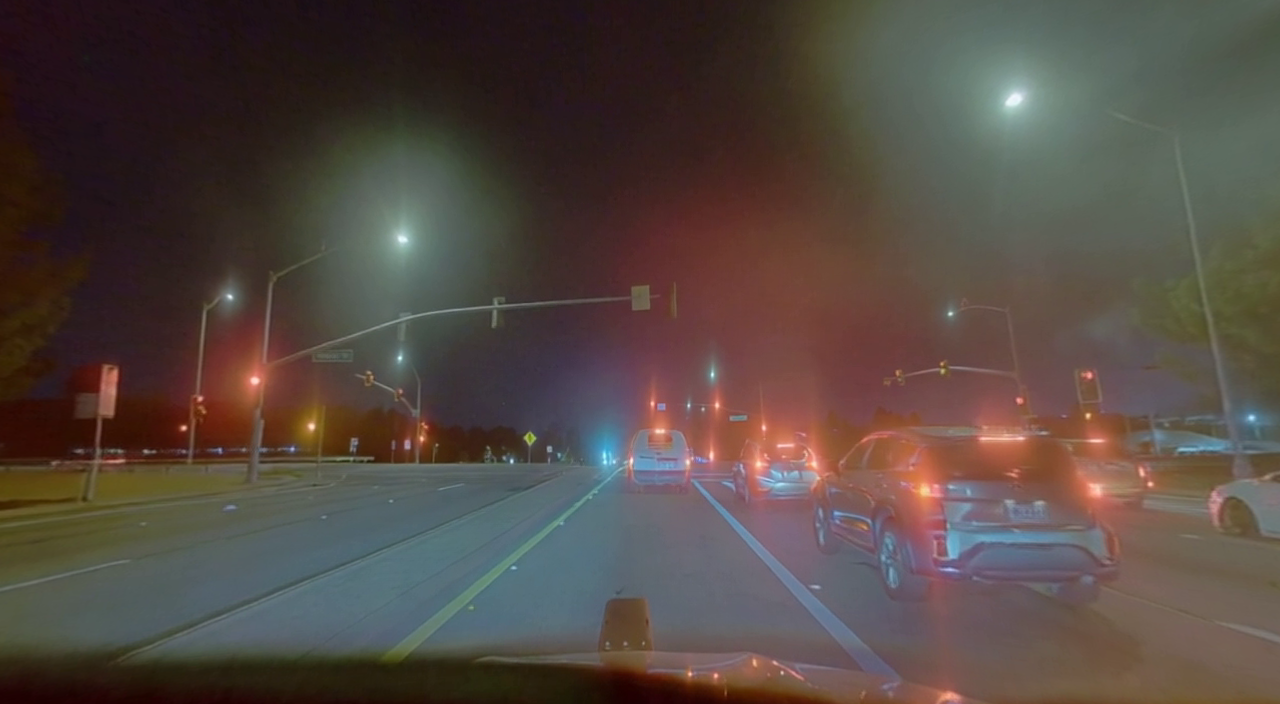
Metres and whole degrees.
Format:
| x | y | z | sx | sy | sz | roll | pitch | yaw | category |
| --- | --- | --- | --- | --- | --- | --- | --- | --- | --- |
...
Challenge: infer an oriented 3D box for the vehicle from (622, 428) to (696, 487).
| x | y | z | sx | sy | sz | roll | pitch | yaw | category |
| --- | --- | --- | --- | --- | --- | --- | --- | --- | --- |
| 0.570 | 3.566 | 21.611 | 2.245 | 1.800 | 4.522 | 0 | -8 | 0 | vehicle |

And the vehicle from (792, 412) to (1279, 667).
| x | y | z | sx | sy | sz | roll | pitch | yaw | category |
| --- | --- | --- | --- | --- | --- | --- | --- | --- | --- |
| 2.996 | 1.456 | 6.066 | 2.078 | 1.578 | 4.107 | 0 | -8 | 1 | vehicle |
